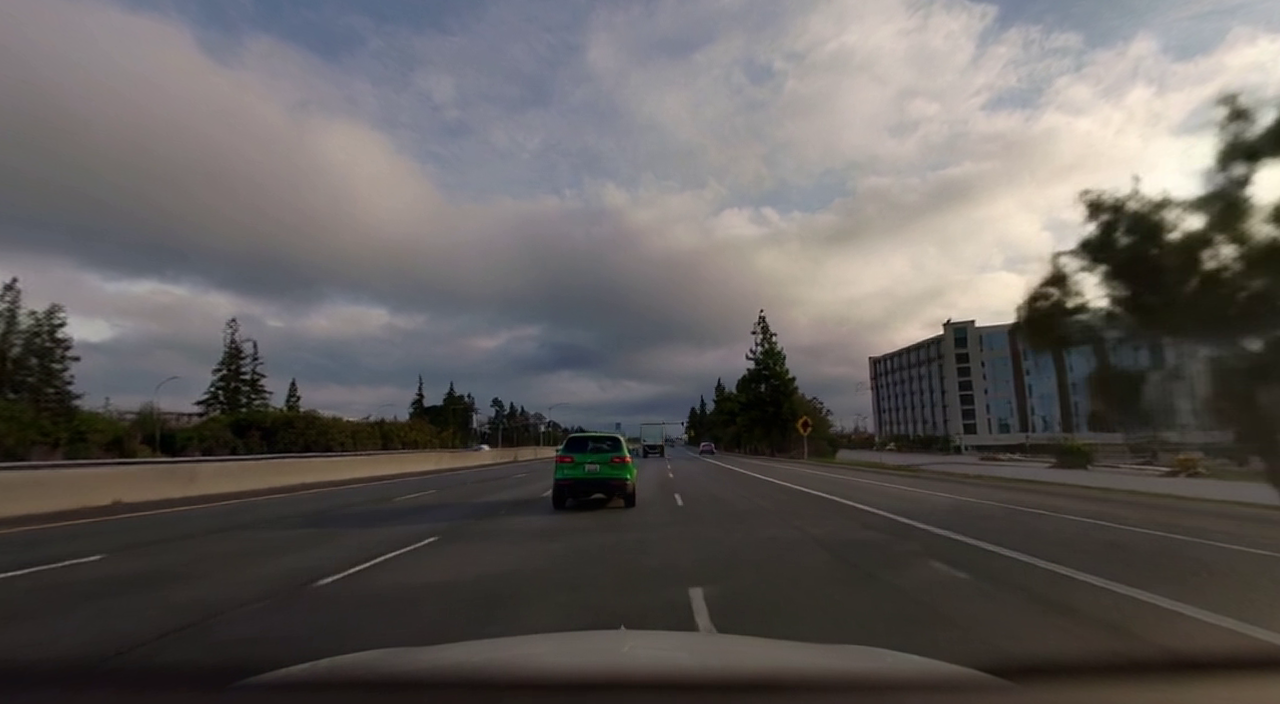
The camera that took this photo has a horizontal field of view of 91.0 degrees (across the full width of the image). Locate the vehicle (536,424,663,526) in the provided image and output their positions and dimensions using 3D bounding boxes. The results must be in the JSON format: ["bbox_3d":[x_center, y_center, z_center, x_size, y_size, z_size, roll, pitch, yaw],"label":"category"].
[{"bbox_3d":[-0.633,2.472,13.197,2.111,1.742,4.315,0,-9,3],"label":"vehicle"}]
